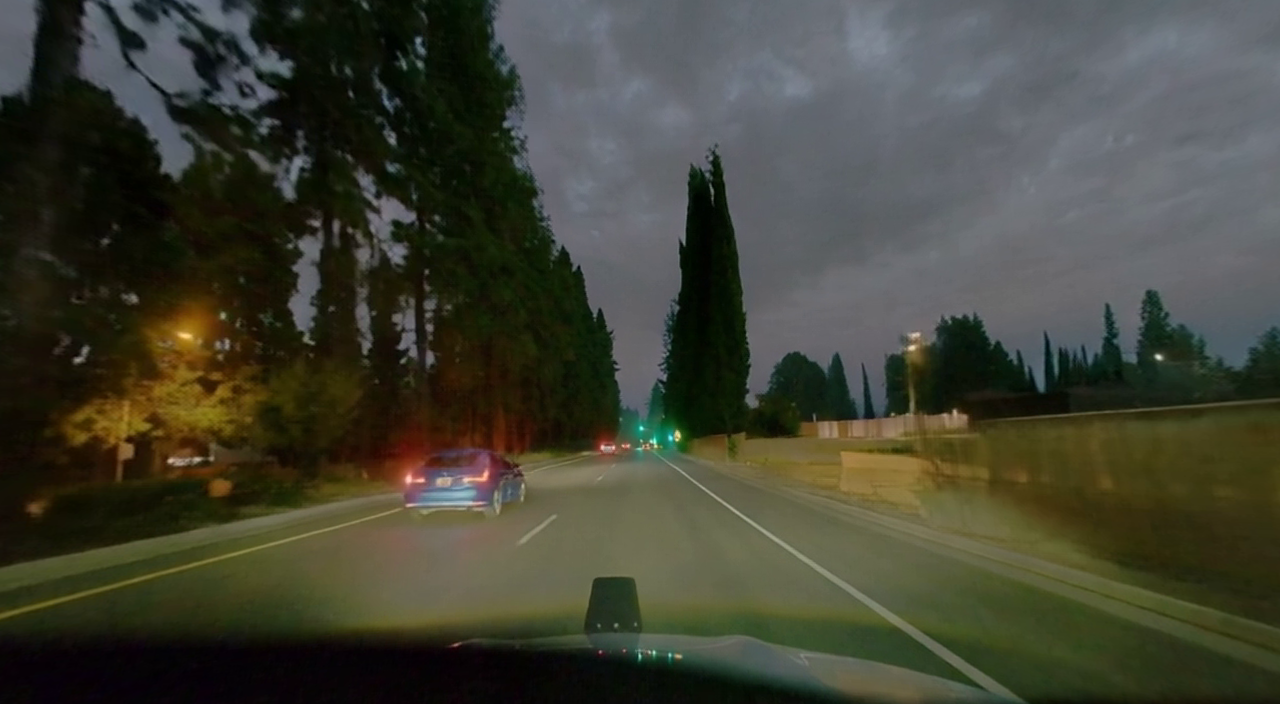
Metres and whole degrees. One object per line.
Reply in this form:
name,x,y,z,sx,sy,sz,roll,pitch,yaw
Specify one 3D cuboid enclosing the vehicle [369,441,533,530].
vehicle,-3.444,2.507,12.497,1.870,1.431,4.317,0,-8,1
